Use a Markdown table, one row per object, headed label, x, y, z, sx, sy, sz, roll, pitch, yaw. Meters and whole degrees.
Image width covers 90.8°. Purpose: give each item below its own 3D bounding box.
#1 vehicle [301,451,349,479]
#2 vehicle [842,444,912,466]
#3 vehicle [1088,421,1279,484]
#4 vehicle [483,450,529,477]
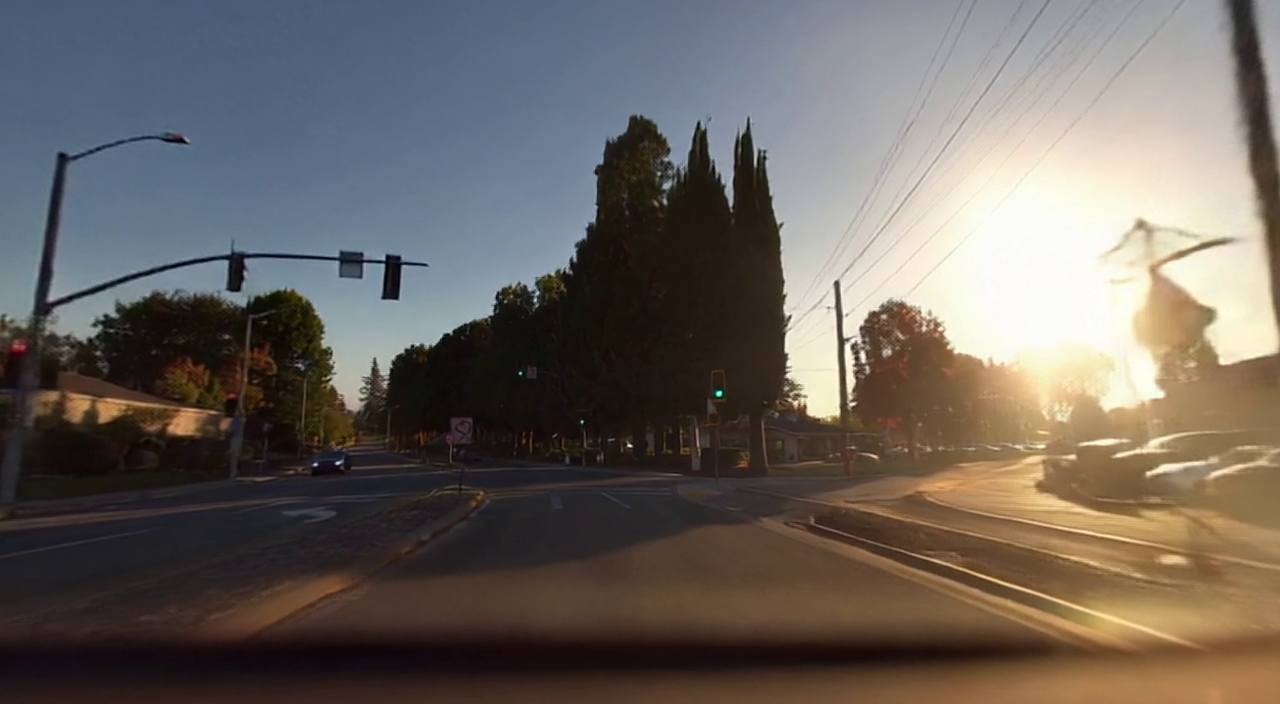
| label | x | y | z | sx | sy | sz | roll | pitch | yaw |
| --- | --- | --- | --- | --- | --- | --- | --- | --- | --- |
| vehicle | -18.365 | 6.578 | 37.001 | 2.207 | 1.503 | 4.561 | 4 | -9 | -23 |
| vehicle | 18.157 | 7.947 | 48.600 | 4.544 | 1.630 | 2.055 | -1 | -9 | 6 |
| vehicle | 15.605 | 2.835 | 17.924 | 4.141 | 1.648 | 2.036 | -1 | -9 | 4 |
| vehicle | -8.169 | 6.738 | 38.398 | 2.094 | 1.500 | 3.682 | 3 | -9 | -21 |
